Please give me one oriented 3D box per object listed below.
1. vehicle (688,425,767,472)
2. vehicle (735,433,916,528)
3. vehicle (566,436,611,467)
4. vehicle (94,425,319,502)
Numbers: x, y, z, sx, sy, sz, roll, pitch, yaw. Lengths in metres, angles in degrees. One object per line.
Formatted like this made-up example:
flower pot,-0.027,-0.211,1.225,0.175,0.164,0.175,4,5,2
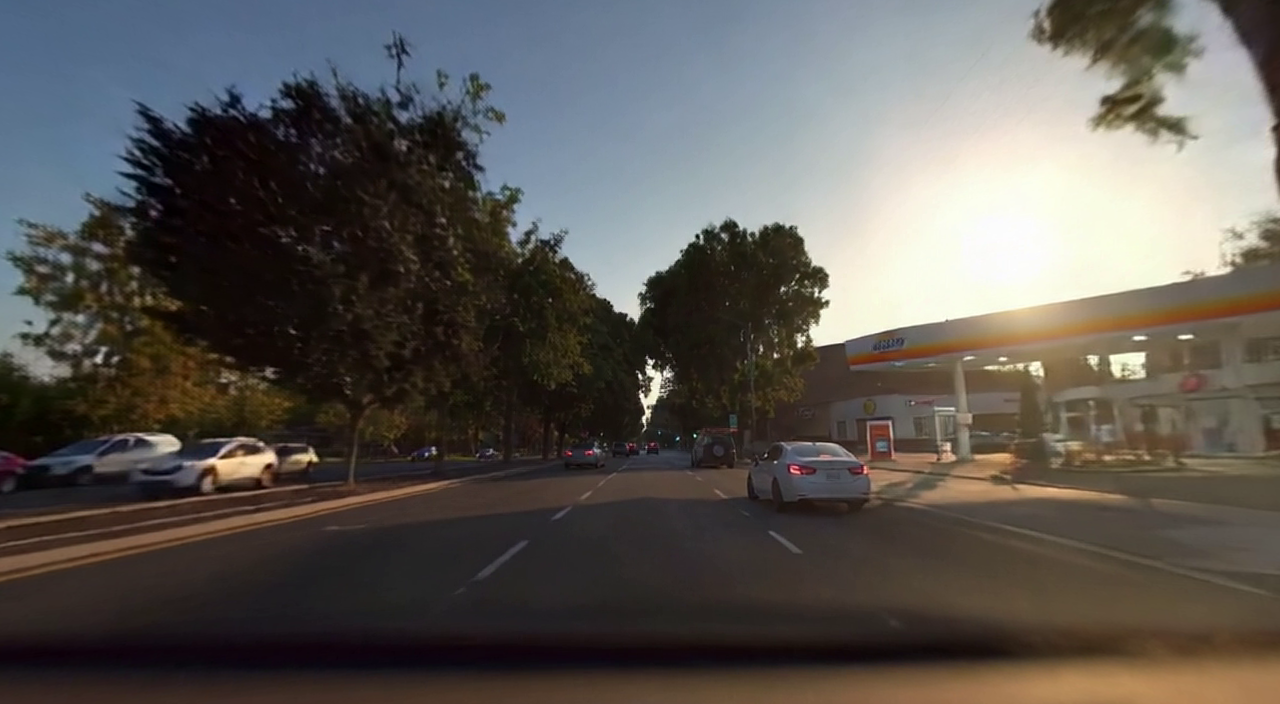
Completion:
vehicle,4.299,4.968,32.538,3.245,2.199,6.295,0,-8,0
vehicle,3.287,2.387,12.354,2.095,1.475,4.686,0,-8,0
vehicle,-3.050,6.049,38.461,2.250,1.713,4.422,0,-8,2
vehicle,-11.365,2.960,17.249,2.141,1.751,5.451,0,-8,2
